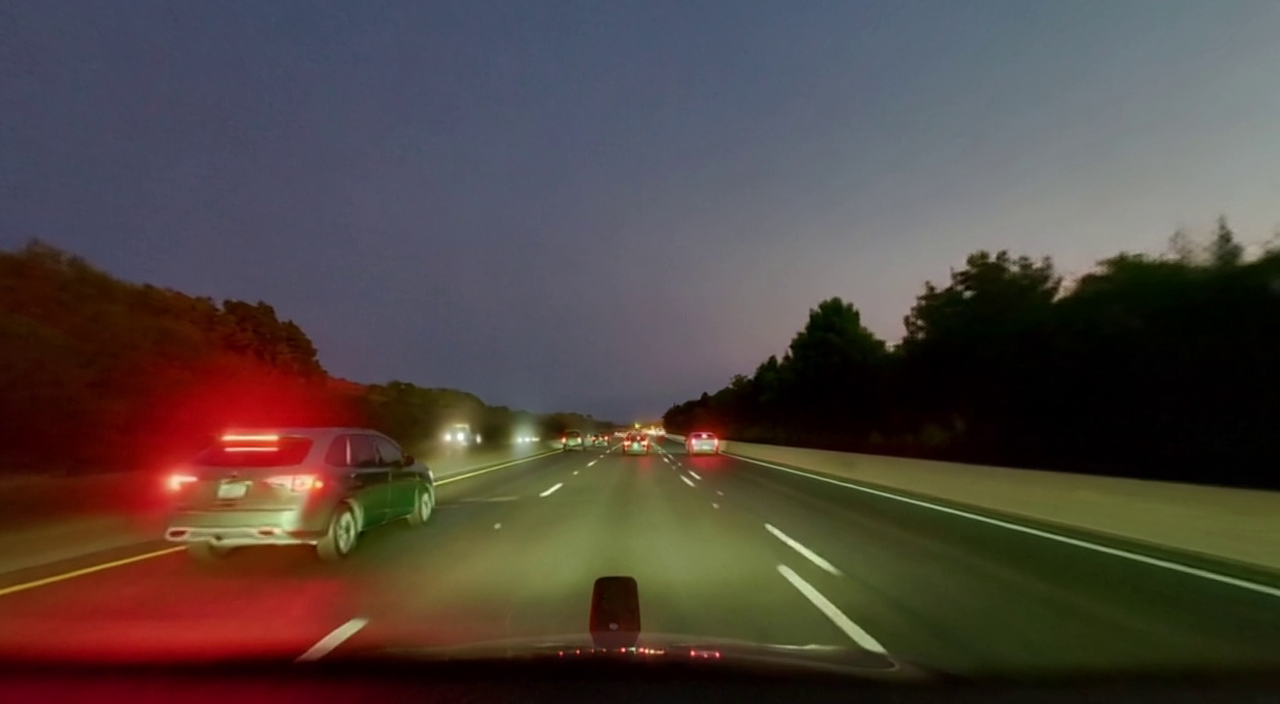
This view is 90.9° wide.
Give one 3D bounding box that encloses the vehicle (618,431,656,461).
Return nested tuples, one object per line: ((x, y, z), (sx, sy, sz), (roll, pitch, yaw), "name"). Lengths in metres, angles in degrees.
((-0.158, 4.863, 32.879), (1.869, 1.466, 3.356), (0, -8, 0), "vehicle")

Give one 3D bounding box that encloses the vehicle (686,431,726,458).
((3.850, 5.443, 37.229), (1.841, 1.491, 3.869), (0, -8, -2), "vehicle")

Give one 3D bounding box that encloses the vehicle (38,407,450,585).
((-4.122, 1.551, 7.846), (2.023, 1.512, 4.804), (0, -8, 0), "vehicle")
